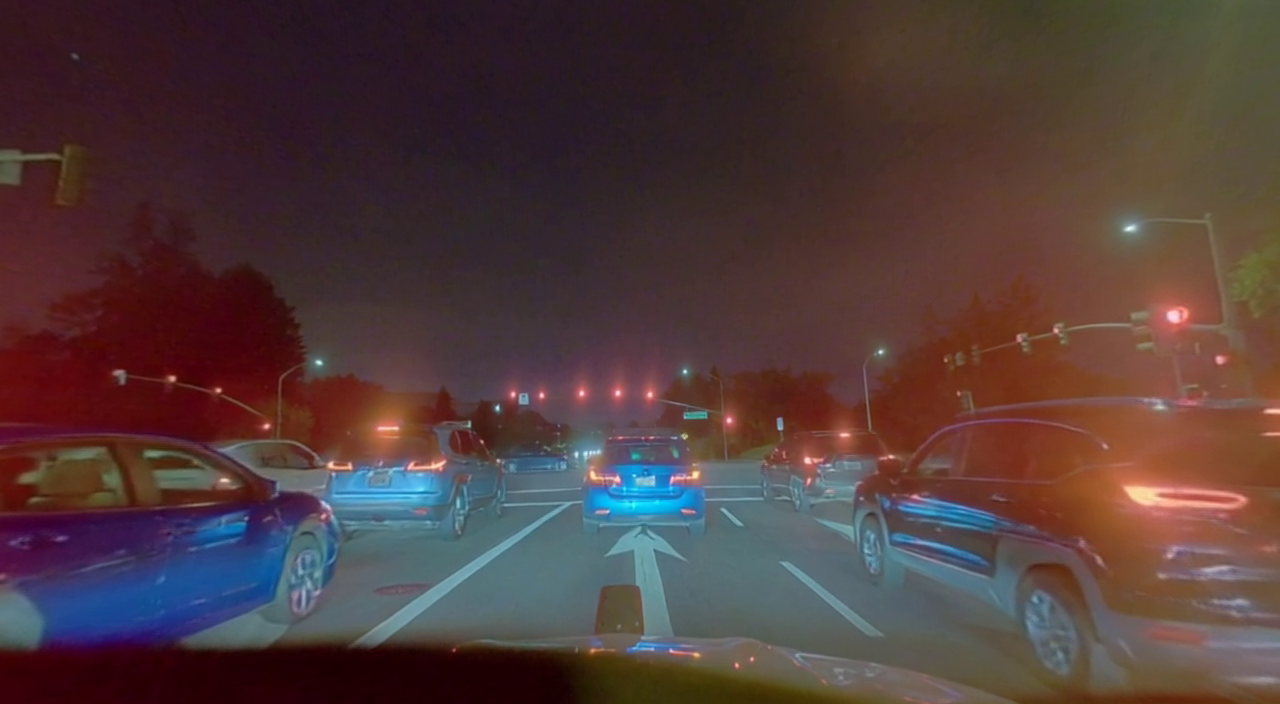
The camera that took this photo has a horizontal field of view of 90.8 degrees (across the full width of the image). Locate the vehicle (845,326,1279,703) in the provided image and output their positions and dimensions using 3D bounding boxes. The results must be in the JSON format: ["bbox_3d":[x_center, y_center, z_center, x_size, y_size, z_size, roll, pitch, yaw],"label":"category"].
[{"bbox_3d":[3.239,1.070,4.274,2.178,1.691,4.314,0,-9,-1],"label":"vehicle"}]

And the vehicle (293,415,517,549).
[{"bbox_3d":[-3.415,1.984,10.222,1.958,1.693,4.242,0,-9,0],"label":"vehicle"}]

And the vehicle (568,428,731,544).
[{"bbox_3d":[0.061,2.053,10.283,2.114,1.482,4.056,0,-9,-2],"label":"vehicle"}]

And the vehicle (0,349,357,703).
[{"bbox_3d":[-3.361,0.915,2.902,2.034,1.655,4.465,0,-9,0],"label":"vehicle"}]
